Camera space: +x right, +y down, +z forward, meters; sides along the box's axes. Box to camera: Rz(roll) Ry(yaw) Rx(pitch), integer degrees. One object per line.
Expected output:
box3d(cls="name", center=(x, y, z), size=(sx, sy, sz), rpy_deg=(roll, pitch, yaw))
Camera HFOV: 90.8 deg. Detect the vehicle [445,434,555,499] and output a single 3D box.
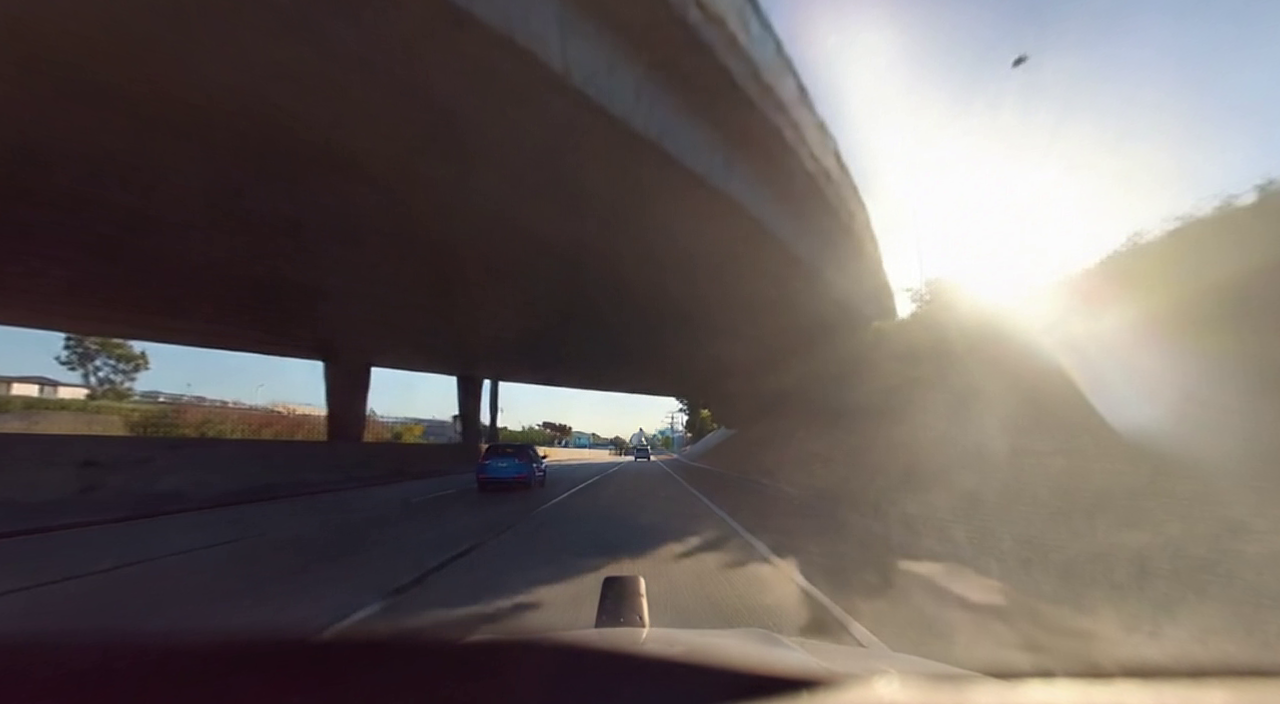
box3d(cls="vehicle", center=(-4.193, 3.550, 19.976), size=(2.272, 1.759, 5.058), rpy_deg=(0, -9, 1))
